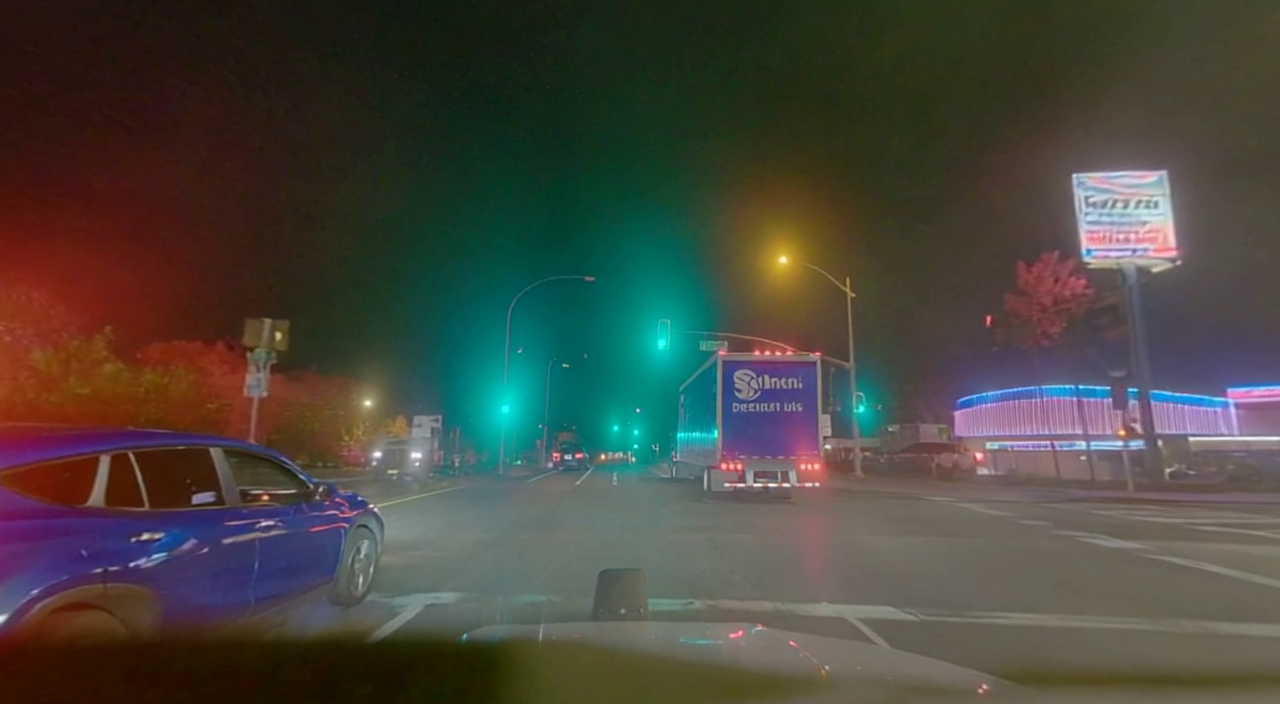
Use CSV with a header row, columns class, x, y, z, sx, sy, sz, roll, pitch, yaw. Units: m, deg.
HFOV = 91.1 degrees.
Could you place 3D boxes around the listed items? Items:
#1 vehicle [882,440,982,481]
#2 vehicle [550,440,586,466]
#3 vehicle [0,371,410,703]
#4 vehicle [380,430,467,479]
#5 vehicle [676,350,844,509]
class,x,y,z,sx,sy,sz,roll,pitch,yaw
vehicle,17.454,6.439,37.474,5.948,2.233,2.406,6,-11,-31
vehicle,-5.275,7.464,46.560,2.388,1.811,4.455,1,-9,-4
vehicle,-3.000,1.018,3.329,1.828,1.515,4.422,0,-9,1
vehicle,-8.998,4.319,26.583,2.374,1.863,4.751,1,-9,-6
vehicle,3.004,2.402,18.765,2.905,3.644,8.441,0,-9,-3
